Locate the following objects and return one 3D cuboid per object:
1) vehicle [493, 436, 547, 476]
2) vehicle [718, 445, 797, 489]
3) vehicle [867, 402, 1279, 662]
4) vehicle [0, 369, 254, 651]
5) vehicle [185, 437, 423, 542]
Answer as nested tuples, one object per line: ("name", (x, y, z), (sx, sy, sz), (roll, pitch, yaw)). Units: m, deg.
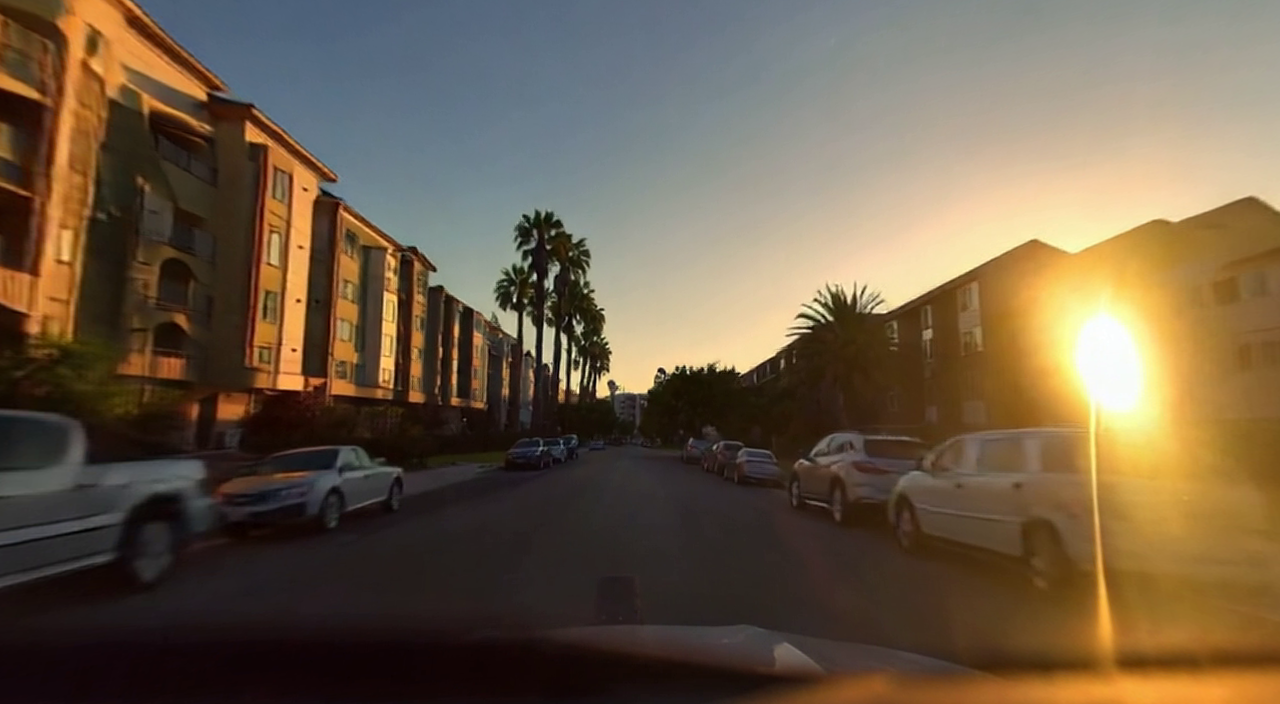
("vehicle", (-5.953, 5.207, 31.935), (1.947, 1.806, 4.413), (2, -8, -2))
("vehicle", (4.213, 4.192, 23.414), (1.909, 1.449, 4.513), (0, -8, -2))
("vehicle", (4.437, 1.592, 6.831), (1.969, 1.782, 4.677), (0, -8, -3))
("vehicle", (-5.552, 1.092, 4.404), (2.358, 1.905, 5.615), (0, -9, -3))
("vehicle", (-5.748, 2.366, 11.685), (1.949, 1.512, 4.783), (0, -9, -3))
